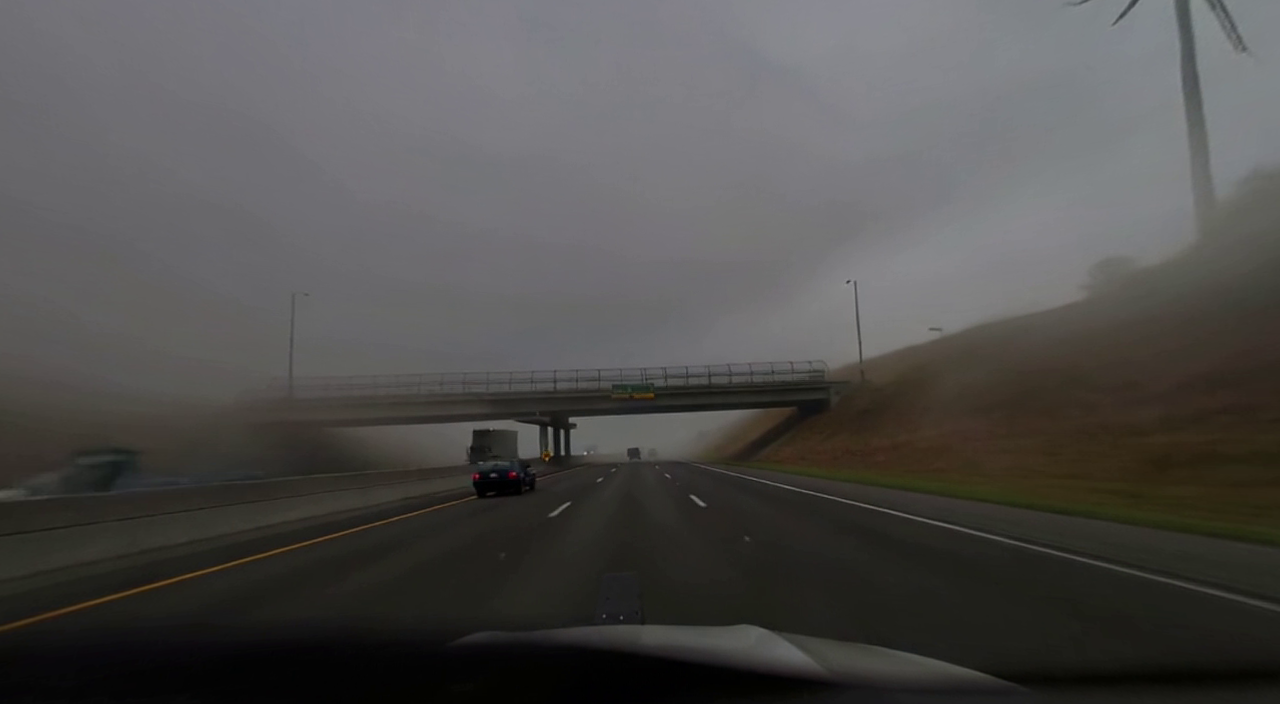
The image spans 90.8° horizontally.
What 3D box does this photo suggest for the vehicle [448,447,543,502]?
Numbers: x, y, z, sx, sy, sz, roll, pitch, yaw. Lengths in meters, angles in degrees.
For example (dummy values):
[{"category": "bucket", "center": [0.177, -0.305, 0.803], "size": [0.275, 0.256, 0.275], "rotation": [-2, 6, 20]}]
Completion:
[{"category": "vehicle", "center": [-4.268, 3.670, 19.337], "size": [1.921, 1.481, 4.120], "rotation": [0, -9, 0]}]
